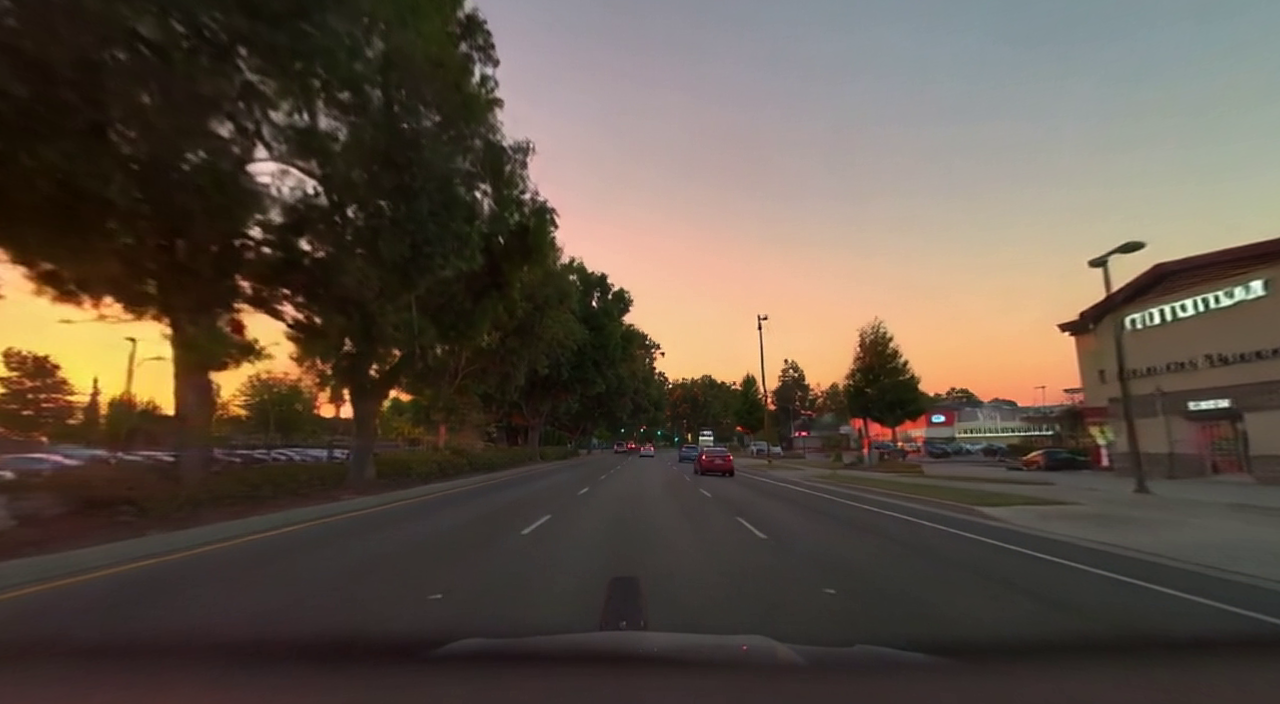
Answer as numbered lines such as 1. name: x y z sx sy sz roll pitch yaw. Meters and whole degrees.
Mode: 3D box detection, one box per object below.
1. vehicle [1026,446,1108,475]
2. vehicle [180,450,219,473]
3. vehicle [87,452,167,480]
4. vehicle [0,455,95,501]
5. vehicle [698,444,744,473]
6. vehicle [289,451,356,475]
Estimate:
1. vehicle: 26.509 6.713 39.322 1.959 1.646 4.226 1 -8 -4
2. vehicle: -32.812 8.111 47.035 1.795 1.567 4.241 5 -9 -28
3. vehicle: -31.758 7.040 39.145 1.732 1.526 3.827 -1 -8 -1
4. vehicle: -22.700 4.553 22.894 1.841 1.510 4.389 -1 -8 0
5. vehicle: 4.415 5.850 34.930 1.916 1.459 4.335 0 -8 -1
6. vehicle: -22.434 7.858 44.815 2.111 1.500 5.131 0 -8 -1
